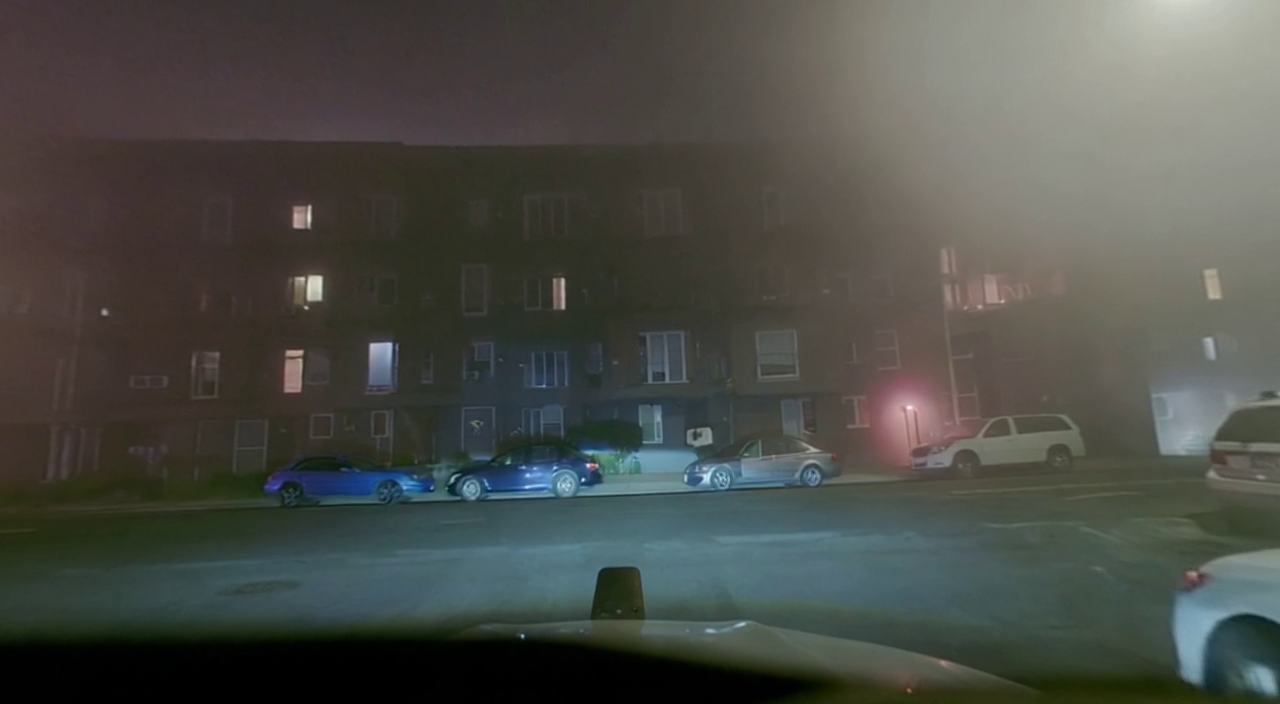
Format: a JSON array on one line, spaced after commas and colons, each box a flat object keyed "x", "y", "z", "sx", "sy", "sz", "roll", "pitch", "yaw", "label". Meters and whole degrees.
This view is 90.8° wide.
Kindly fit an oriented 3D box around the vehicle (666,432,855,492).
[{"x": 3.134, "y": 2.945, "z": 17.093, "sx": 4.681, "sy": 1.480, "sz": 1.817, "roll": 1, "pitch": -8, "yaw": -4, "label": "vehicle"}]

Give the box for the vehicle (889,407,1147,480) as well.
[{"x": 10.331, "y": 2.556, "z": 17.640, "sx": 5.739, "sy": 1.852, "sz": 2.330, "roll": 1, "pitch": -8, "yaw": -3, "label": "vehicle"}]

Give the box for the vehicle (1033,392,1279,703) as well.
[{"x": 3.164, "y": 0.751, "z": 1.229, "sx": 1.991, "sy": 1.489, "sz": 4.693, "roll": 0, "pitch": -8, "yaw": 3, "label": "vehicle"}]

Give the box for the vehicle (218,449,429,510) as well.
[{"x": -7.969, "y": 3.234, "z": 16.313, "sx": 4.423, "sy": 1.449, "sz": 1.813, "roll": 1, "pitch": -8, "yaw": -6, "label": "vehicle"}]

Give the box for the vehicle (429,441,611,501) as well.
[{"x": -3.040, "y": 3.104, "z": 16.750, "sx": 4.489, "sy": 1.470, "sz": 1.776, "roll": 1, "pitch": -8, "yaw": -4, "label": "vehicle"}]
